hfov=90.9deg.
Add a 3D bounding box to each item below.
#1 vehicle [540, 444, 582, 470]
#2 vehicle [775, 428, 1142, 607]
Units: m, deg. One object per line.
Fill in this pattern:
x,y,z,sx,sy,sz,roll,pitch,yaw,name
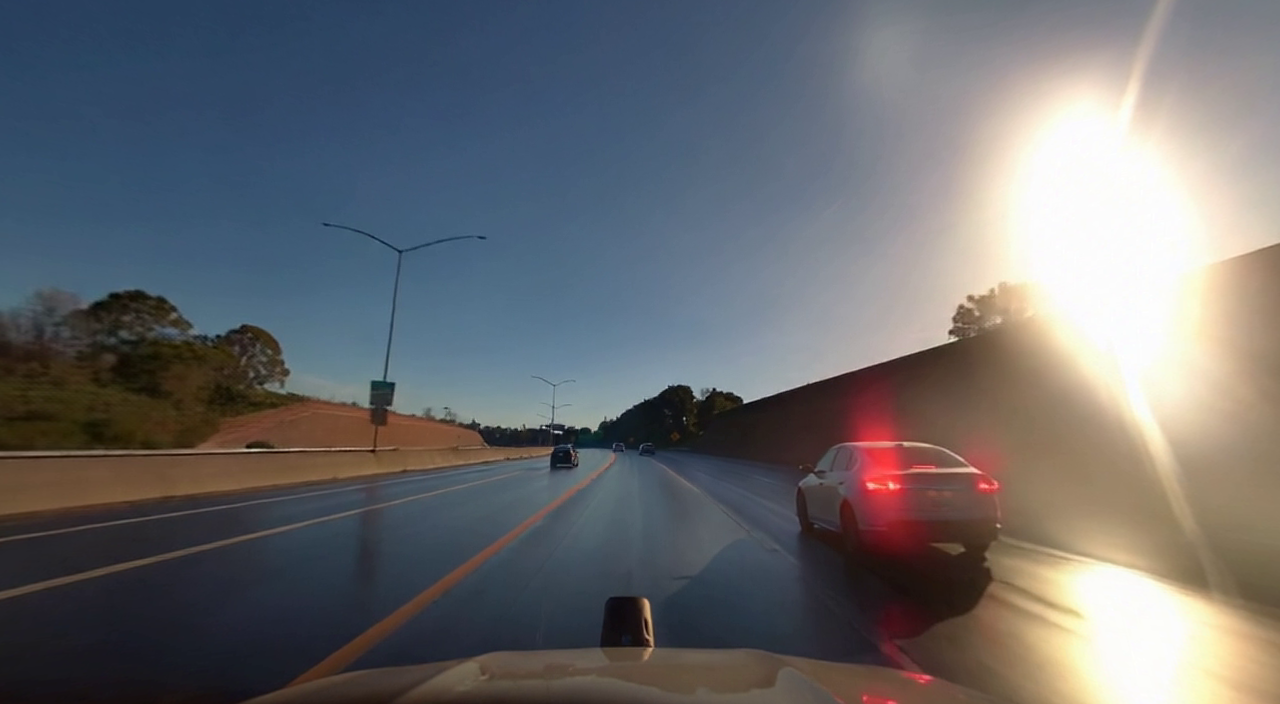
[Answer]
-4.694,6.295,38.080,2.014,1.481,4.156,0,-8,0,vehicle
3.218,1.750,7.772,2.030,1.490,4.737,0,-8,0,vehicle
